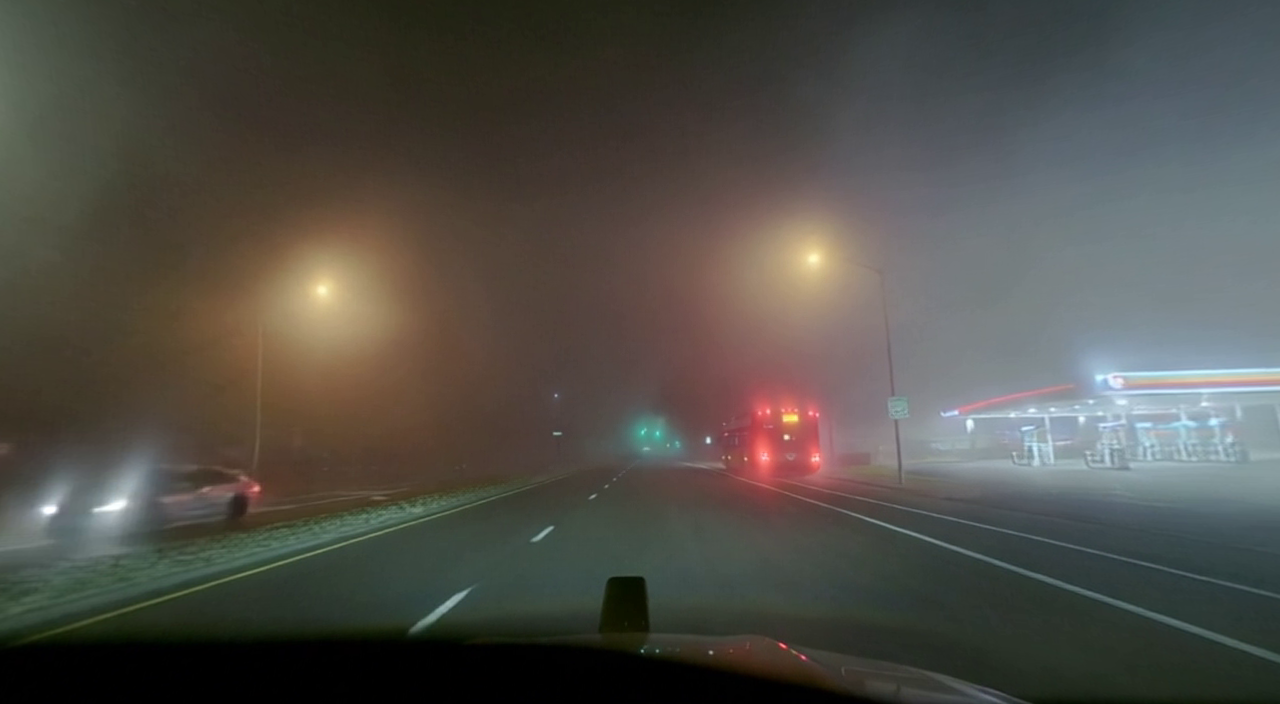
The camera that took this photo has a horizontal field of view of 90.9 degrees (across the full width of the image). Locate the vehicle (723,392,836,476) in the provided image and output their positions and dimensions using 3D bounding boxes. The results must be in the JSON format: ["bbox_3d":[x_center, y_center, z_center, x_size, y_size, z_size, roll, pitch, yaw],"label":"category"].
[{"bbox_3d":[8.631,5.519,41.550,4.582,4.678,12.589,0,-8,0],"label":"vehicle"}]

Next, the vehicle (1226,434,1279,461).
[{"bbox_3d":[44.639,6.717,44.404,1.948,1.776,5.438,-1,-8,8],"label":"vehicle"}]

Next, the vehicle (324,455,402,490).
[{"bbox_3d":[-13.384,5.825,30.756,1.779,1.476,4.260,0,-8,2],"label":"vehicle"}]

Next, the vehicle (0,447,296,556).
[{"bbox_3d":[-8.227,2.416,11.013,1.900,1.481,4.317,0,-8,2],"label":"vehicle"}]
